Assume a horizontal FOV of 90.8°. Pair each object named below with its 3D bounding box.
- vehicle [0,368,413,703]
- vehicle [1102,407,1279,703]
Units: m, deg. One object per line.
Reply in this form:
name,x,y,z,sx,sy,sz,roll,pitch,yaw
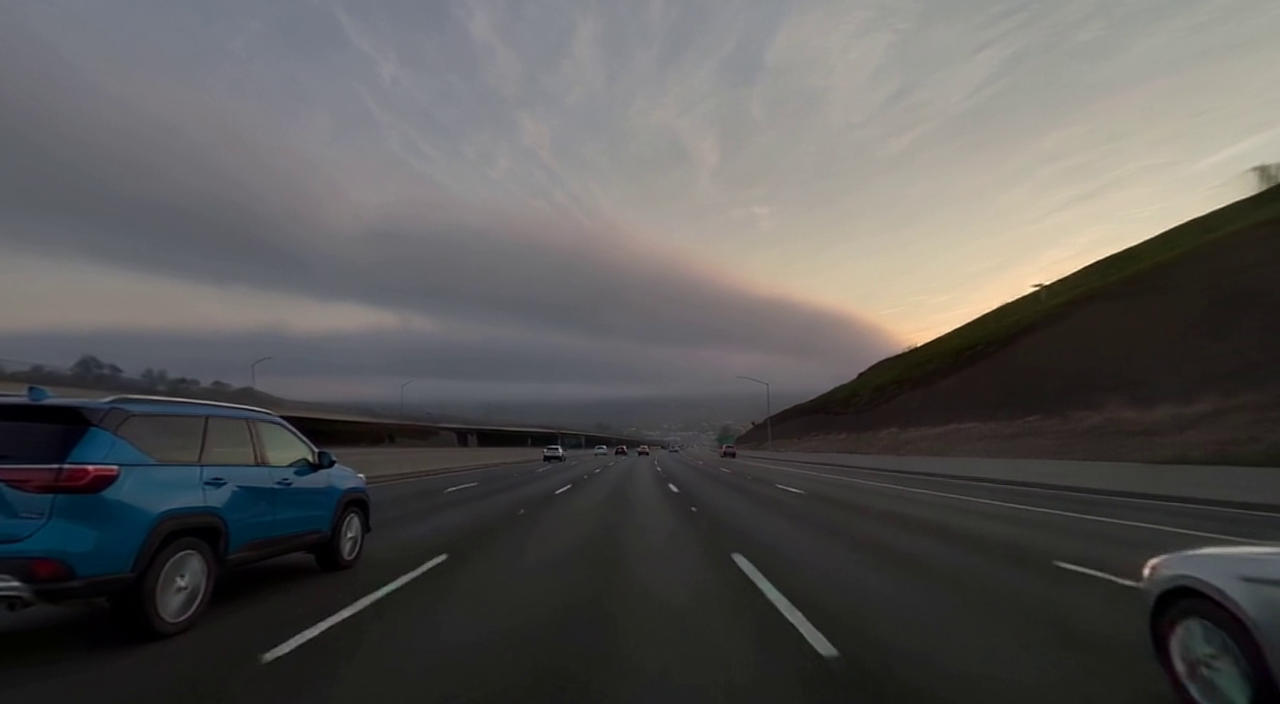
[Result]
vehicle,-3.836,1.279,5.364,2.047,1.715,4.689,0,-9,0
vehicle,3.596,0.796,1.382,1.847,1.493,4.303,0,-9,-1
